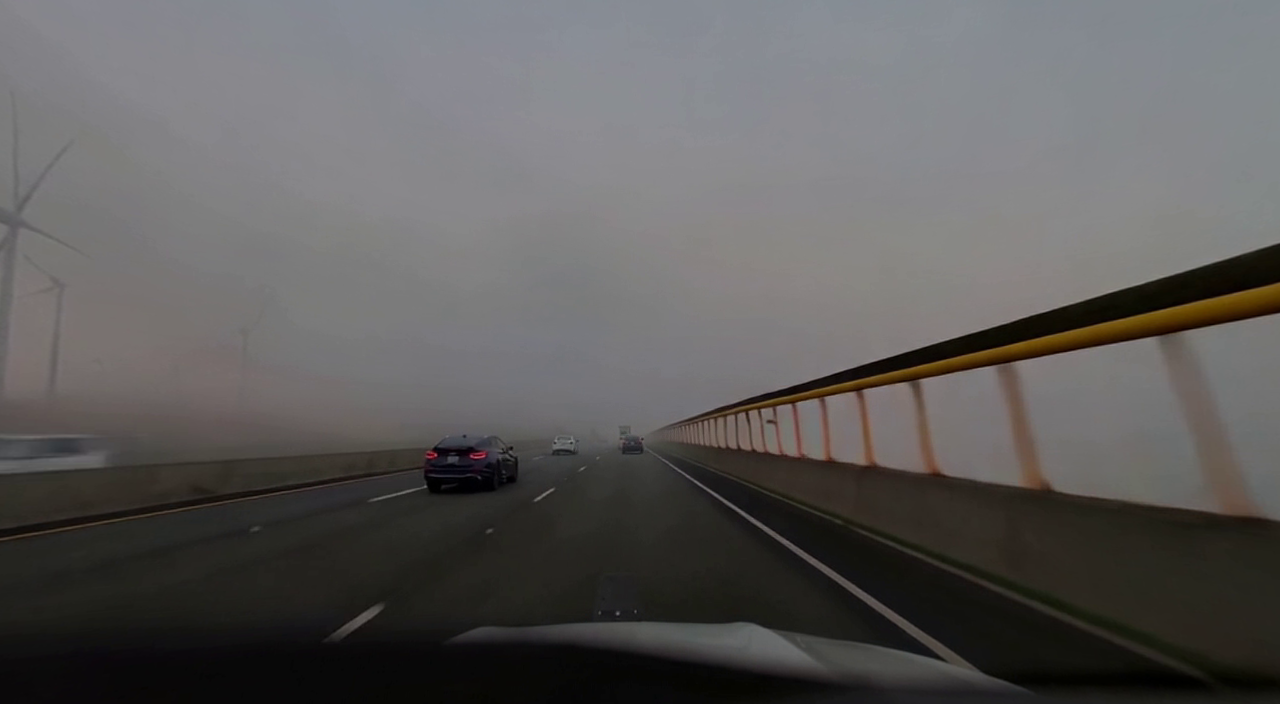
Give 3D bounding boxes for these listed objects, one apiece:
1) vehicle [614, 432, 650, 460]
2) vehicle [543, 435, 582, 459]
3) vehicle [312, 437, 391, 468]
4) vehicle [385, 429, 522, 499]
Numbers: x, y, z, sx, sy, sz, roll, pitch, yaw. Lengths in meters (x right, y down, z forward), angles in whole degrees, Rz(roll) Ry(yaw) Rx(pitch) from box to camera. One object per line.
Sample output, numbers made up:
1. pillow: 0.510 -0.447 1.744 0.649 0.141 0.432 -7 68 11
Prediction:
1. vehicle: -0.502 5.513 37.123 2.027 1.550 3.607 0 -8 -2
2. vehicle: -4.822 5.971 39.772 2.059 1.436 3.802 0 -8 -1
3. vehicle: -14.608 5.082 32.211 2.069 1.492 4.152 0 -8 0
4. vehicle: -4.363 2.676 15.623 1.998 1.468 4.635 0 -8 0
